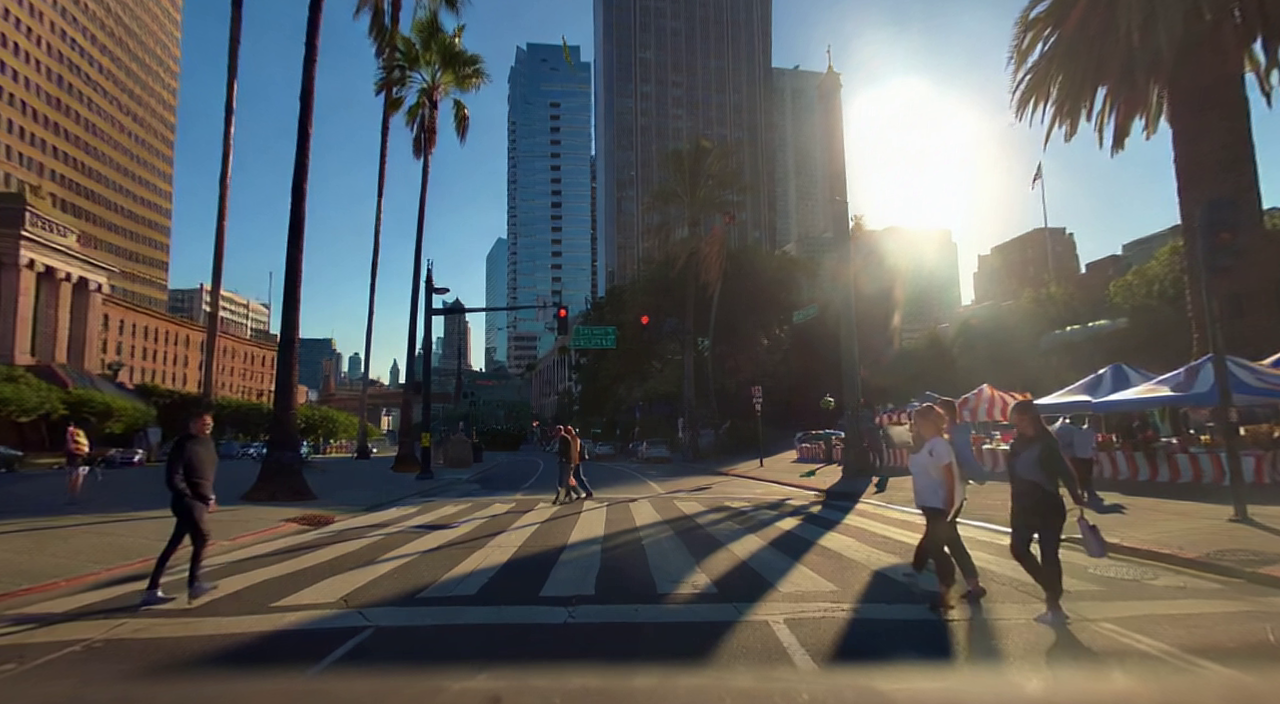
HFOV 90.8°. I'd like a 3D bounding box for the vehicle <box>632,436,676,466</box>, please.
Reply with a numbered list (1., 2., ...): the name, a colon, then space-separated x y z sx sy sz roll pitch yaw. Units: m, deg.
1. vehicle: 0.936 7.274 46.547 2.322 2.071 5.366 1 -9 -9
